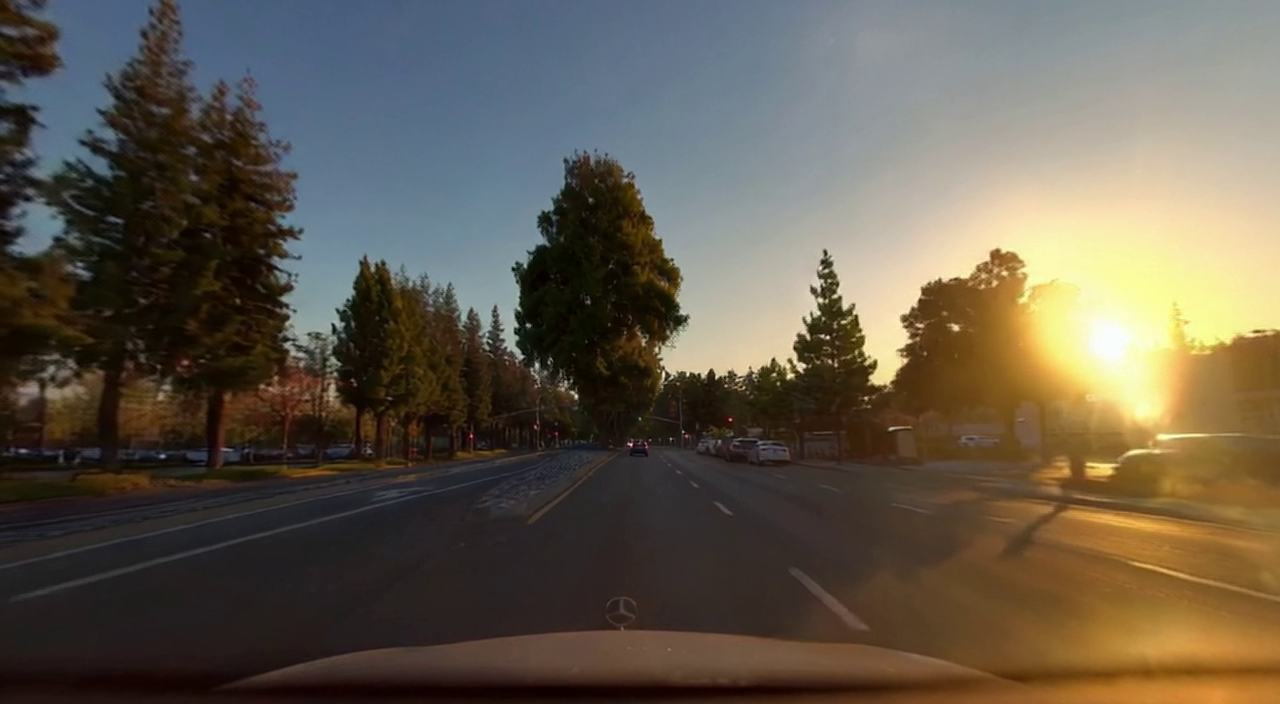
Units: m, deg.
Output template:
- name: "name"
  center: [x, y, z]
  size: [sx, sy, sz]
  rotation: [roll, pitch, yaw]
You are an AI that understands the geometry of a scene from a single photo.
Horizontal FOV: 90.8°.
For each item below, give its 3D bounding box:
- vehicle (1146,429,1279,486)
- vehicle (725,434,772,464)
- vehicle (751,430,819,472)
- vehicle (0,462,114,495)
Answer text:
- name: "vehicle"
  center: [18.067, 3.197, 19.278]
  size: [3.923, 1.575, 1.882]
  rotation: [2, -9, -12]
- name: "vehicle"
  center: [6.571, 5.945, 38.742]
  size: [1.924, 1.721, 4.514]
  rotation: [0, -8, -1]
- name: "vehicle"
  center: [6.625, 4.599, 29.462]
  size: [1.985, 1.758, 4.523]
  rotation: [0, -9, -1]
- name: "vehicle"
  center: [-32.934, 7.085, 35.610]
  size: [4.705, 1.627, 2.017]
  rotation: [5, -10, -31]
